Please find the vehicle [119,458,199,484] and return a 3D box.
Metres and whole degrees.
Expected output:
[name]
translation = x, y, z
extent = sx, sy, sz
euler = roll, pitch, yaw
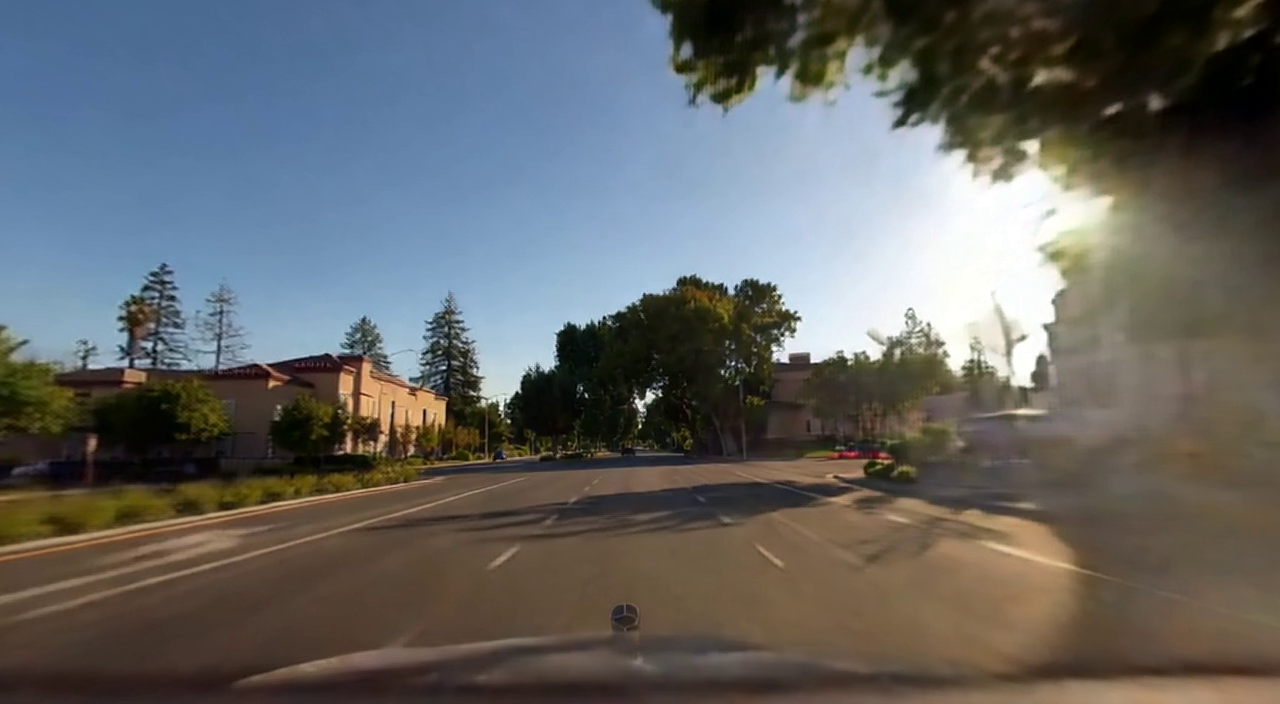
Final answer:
[vehicle]
translation = -36.031, 8.956, 47.220
extent = 4.515, 1.593, 1.827
euler = -3, -10, -2
